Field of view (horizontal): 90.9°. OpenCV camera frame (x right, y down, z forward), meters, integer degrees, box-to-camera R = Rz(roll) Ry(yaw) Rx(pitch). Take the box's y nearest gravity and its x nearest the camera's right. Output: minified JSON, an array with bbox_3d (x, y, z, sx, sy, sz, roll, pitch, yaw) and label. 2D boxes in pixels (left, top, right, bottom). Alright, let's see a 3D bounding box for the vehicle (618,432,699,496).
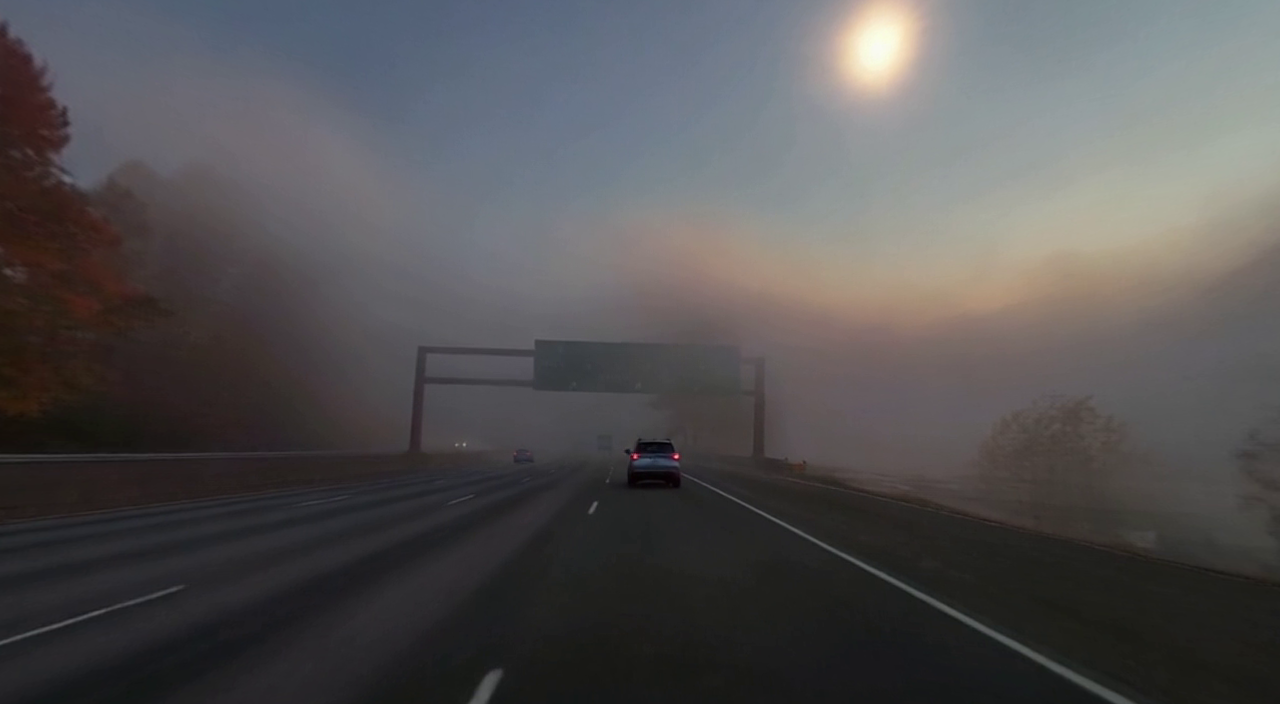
[{"bbox_3d":[0.441,3.343,19.205,2.120,1.706,4.226,1,-8,-3],"label":"vehicle"}]
